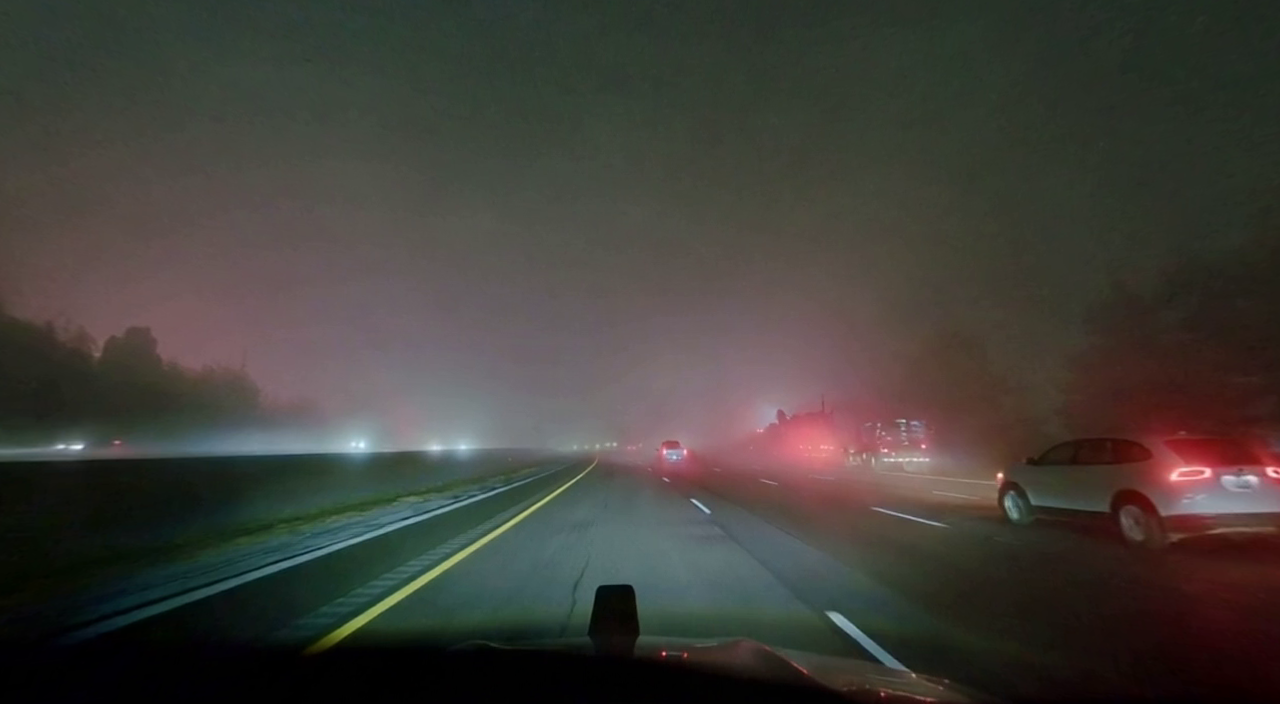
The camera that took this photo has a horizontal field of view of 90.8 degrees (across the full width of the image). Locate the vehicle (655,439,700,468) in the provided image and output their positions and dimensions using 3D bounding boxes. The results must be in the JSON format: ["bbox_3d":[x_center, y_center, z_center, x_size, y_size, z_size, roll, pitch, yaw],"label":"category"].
[{"bbox_3d":[2.328,6.499,40.508,2.305,1.729,4.526,0,-8,-4],"label":"vehicle"}]

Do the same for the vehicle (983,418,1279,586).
[{"bbox_3d":[6.810,1.712,8.144,2.106,1.519,4.560,0,-8,-2],"label":"vehicle"}]

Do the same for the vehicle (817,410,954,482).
[{"bbox_3d":[10.091,3.983,26.949,2.873,2.663,6.922,0,-8,-2],"label":"vehicle"}]
